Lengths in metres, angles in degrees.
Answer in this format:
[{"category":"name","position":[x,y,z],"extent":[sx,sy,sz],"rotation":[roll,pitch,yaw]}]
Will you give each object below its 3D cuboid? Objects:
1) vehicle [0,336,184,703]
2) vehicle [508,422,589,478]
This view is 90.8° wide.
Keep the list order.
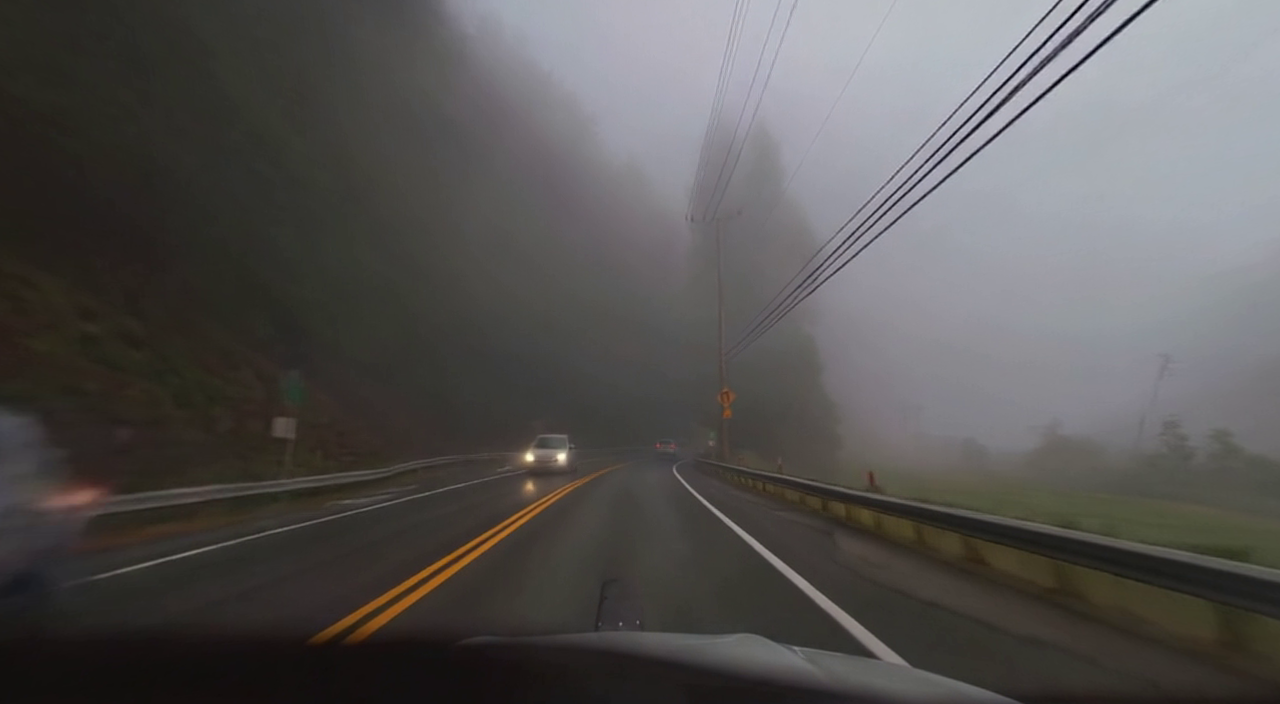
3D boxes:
[{"category":"vehicle","position":[-3.822,0.654,1.408],"extent":[2.120,1.821,4.650],"rotation":[0,-9,0]},{"category":"vehicle","position":[-3.542,3.963,25.662],"extent":[2.343,1.998,4.973],"rotation":[-1,-9,2]}]
